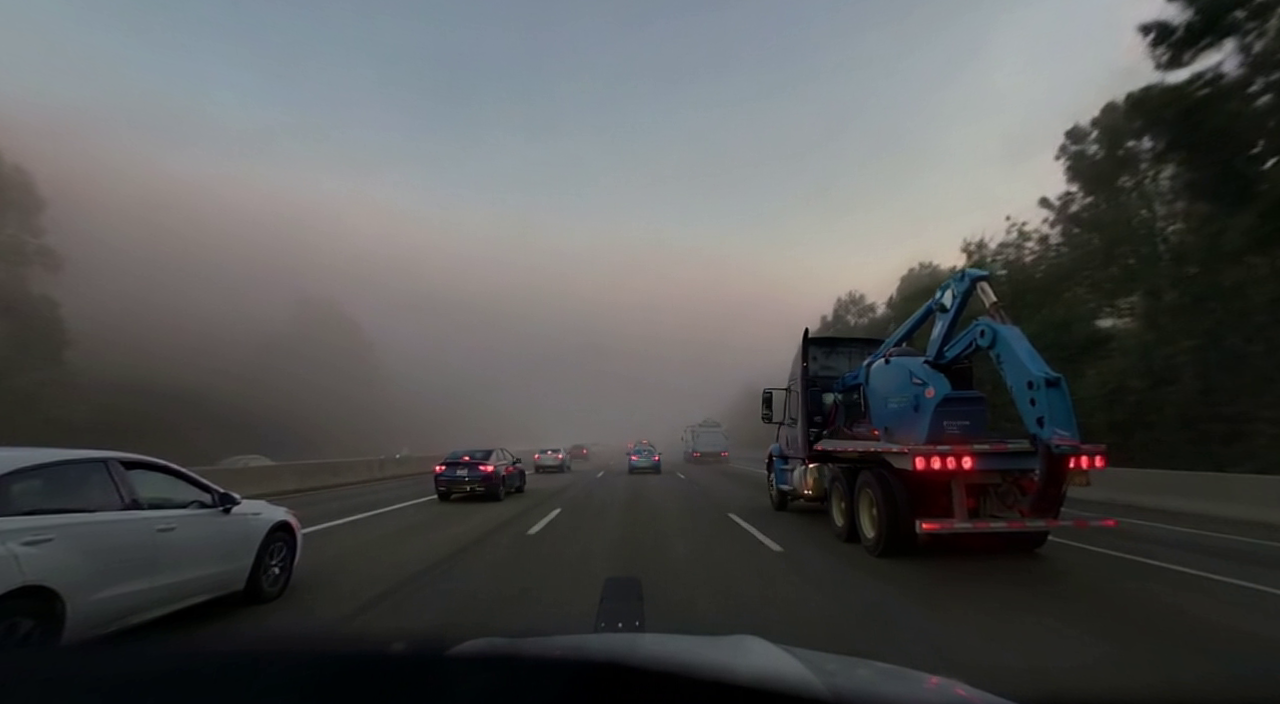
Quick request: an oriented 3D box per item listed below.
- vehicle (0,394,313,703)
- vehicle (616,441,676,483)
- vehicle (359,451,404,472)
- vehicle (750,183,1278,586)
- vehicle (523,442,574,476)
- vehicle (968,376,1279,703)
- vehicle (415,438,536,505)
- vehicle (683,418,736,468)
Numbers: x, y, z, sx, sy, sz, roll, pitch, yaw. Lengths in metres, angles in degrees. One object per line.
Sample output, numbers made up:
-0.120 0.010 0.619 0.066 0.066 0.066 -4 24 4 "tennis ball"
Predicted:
-4.161 1.127 3.929 1.978 1.556 4.119 0 -9 0 "vehicle"
0.196 4.270 24.605 2.150 1.498 3.988 0 -9 -1 "vehicle"
-20.435 8.645 49.649 1.855 1.539 4.036 0 -9 0 "vehicle"
3.980 0.854 9.815 2.975 3.618 8.456 0 -9 0 "vehicle"
-4.452 5.266 30.986 1.858 1.527 3.974 0 -9 1 "vehicle"
4.085 0.867 2.365 2.599 1.631 5.693 0 -9 0 "vehicle"
-4.170 3.115 16.794 1.880 1.507 4.757 0 -9 1 "vehicle"
4.226 5.795 39.642 2.416 2.829 7.016 0 -9 -1 "vehicle"
